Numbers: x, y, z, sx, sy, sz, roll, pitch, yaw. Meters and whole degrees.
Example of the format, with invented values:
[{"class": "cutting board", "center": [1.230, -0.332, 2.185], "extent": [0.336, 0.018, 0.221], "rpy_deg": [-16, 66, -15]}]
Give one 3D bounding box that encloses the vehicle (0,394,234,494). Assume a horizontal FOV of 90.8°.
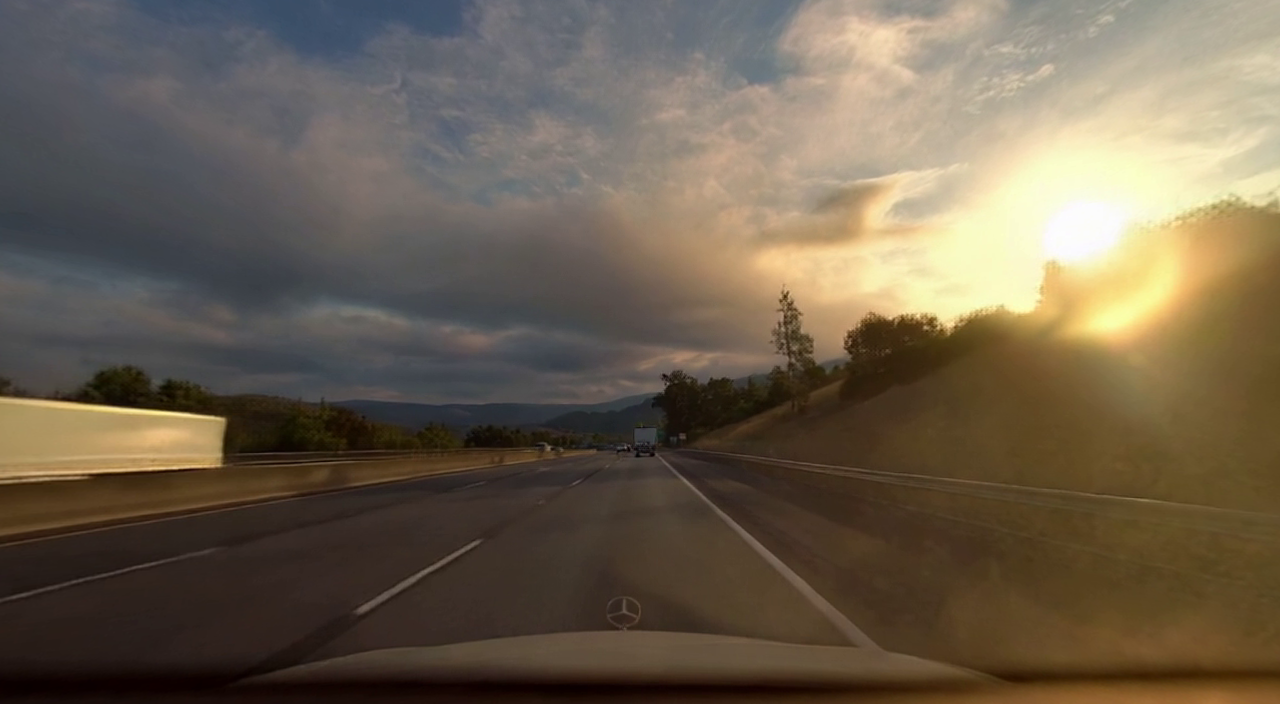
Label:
[{"class": "vehicle", "center": [-24.581, 4.294, 29.031], "extent": [3.175, 3.558, 12.876], "rpy_deg": [-1, -9, 0]}]
